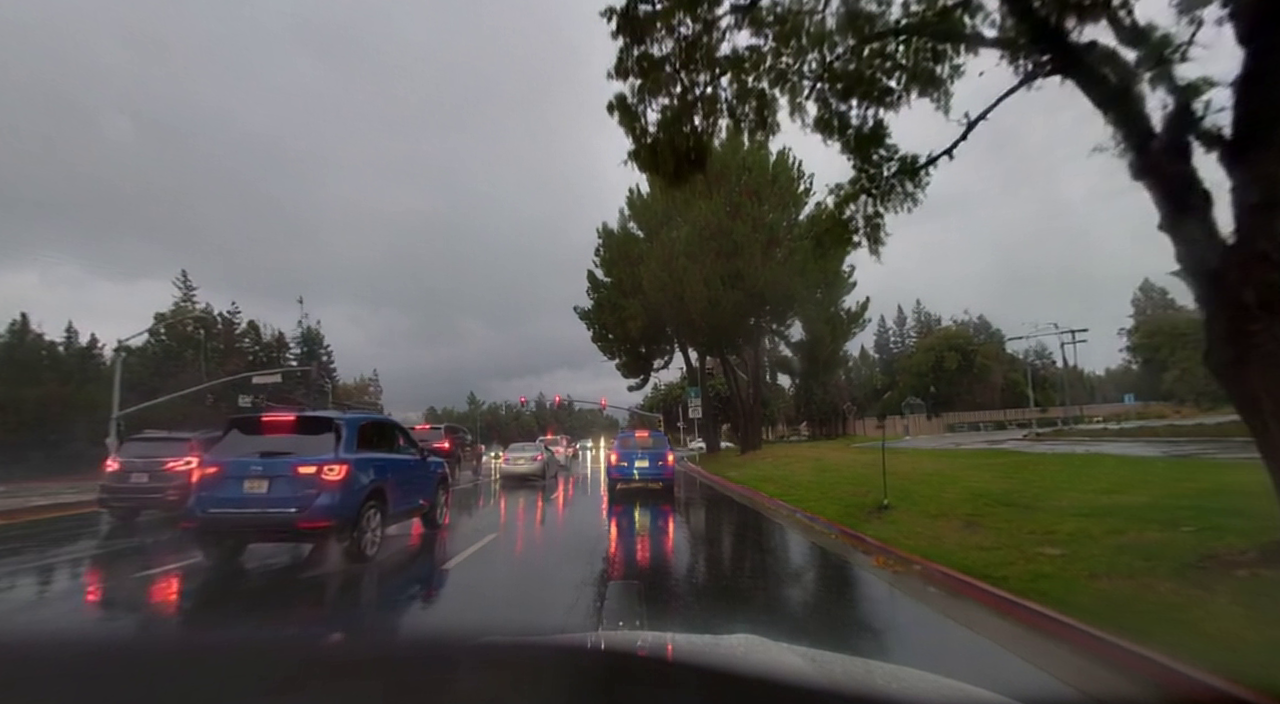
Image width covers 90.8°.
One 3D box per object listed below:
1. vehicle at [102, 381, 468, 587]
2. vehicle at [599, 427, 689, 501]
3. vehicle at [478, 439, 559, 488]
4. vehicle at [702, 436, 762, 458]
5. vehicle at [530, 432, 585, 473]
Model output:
[{"bbox_3d":[-4.074,1.630,8.630,2.088,1.947,5.119,0,-9,-1],"label":"vehicle"},{"bbox_3d":[0.082,2.901,16.713,2.055,1.681,4.270,0,-9,0],"label":"vehicle"},{"bbox_3d":[-4.103,3.843,22.040,1.942,1.523,4.212,0,-9,0],"label":"vehicle"},{"bbox_3d":[6.772,7.011,46.558,4.265,1.498,1.826,-1,-9,8],"label":"vehicle"},{"bbox_3d":[-3.908,4.861,30.729,2.043,1.813,4.549,0,-9,0],"label":"vehicle"}]
